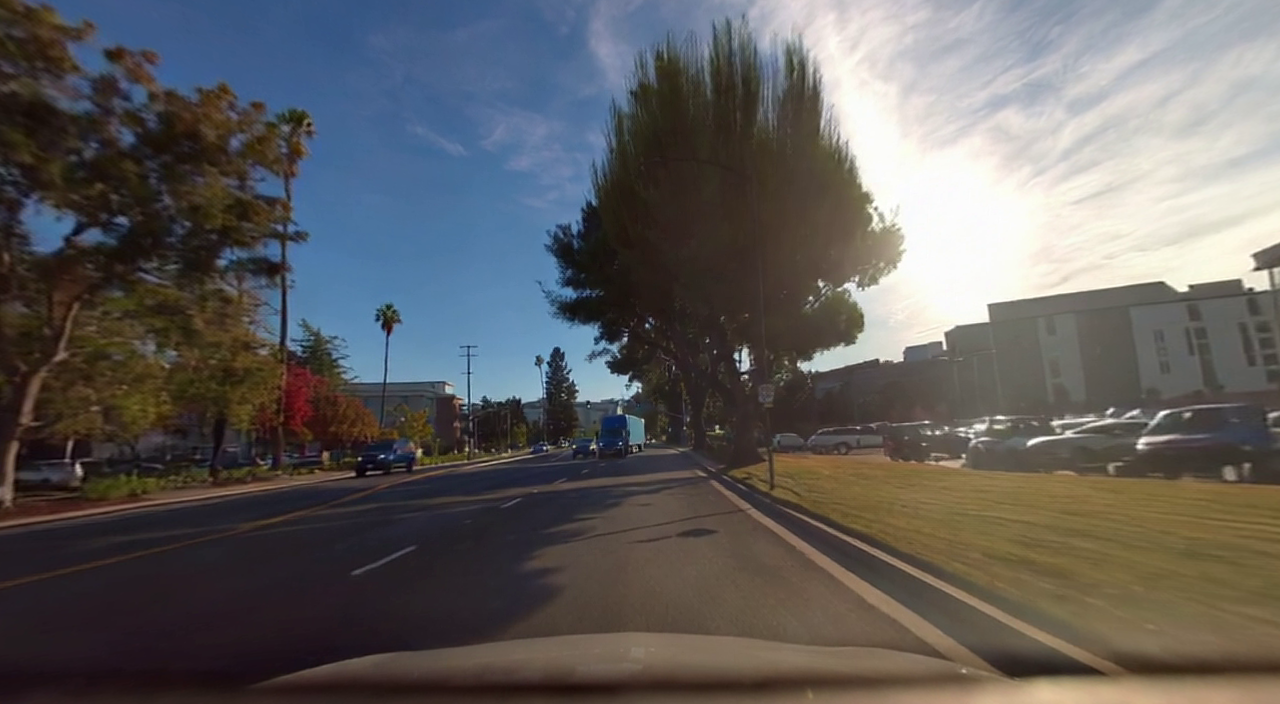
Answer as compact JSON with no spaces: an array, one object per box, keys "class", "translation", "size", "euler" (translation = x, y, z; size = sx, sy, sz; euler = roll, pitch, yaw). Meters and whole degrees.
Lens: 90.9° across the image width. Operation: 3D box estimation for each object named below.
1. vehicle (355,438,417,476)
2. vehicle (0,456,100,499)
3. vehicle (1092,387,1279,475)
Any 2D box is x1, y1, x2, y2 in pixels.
[{"class":"vehicle","translation":[-16.697,6.877,41.742],"size":[2.380,2.179,5.187],"euler":[-2,-8,-5]},{"class":"vehicle","translation":[-30.477,6.334,32.164],"size":[1.967,1.877,4.256],"euler":[0,-8,0]},{"class":"vehicle","translation":[14.473,2.022,15.948],"size":[4.437,2.022,2.173],"euler":[1,-8,-6]}]
